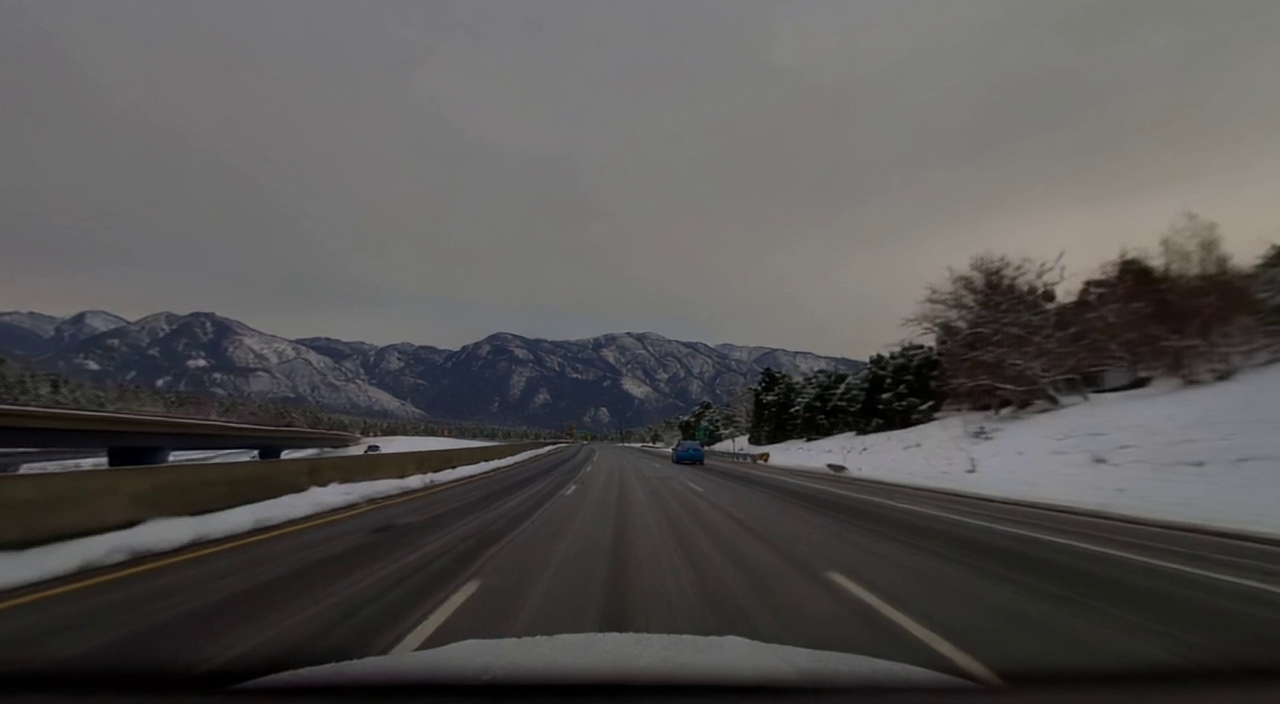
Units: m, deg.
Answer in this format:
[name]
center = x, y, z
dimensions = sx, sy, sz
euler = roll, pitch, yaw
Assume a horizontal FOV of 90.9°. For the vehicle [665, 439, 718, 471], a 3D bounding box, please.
[vehicle]
center = 2.415, 4.992, 30.647
dimensions = 1.985, 1.440, 4.466
euler = 0, -9, -3
